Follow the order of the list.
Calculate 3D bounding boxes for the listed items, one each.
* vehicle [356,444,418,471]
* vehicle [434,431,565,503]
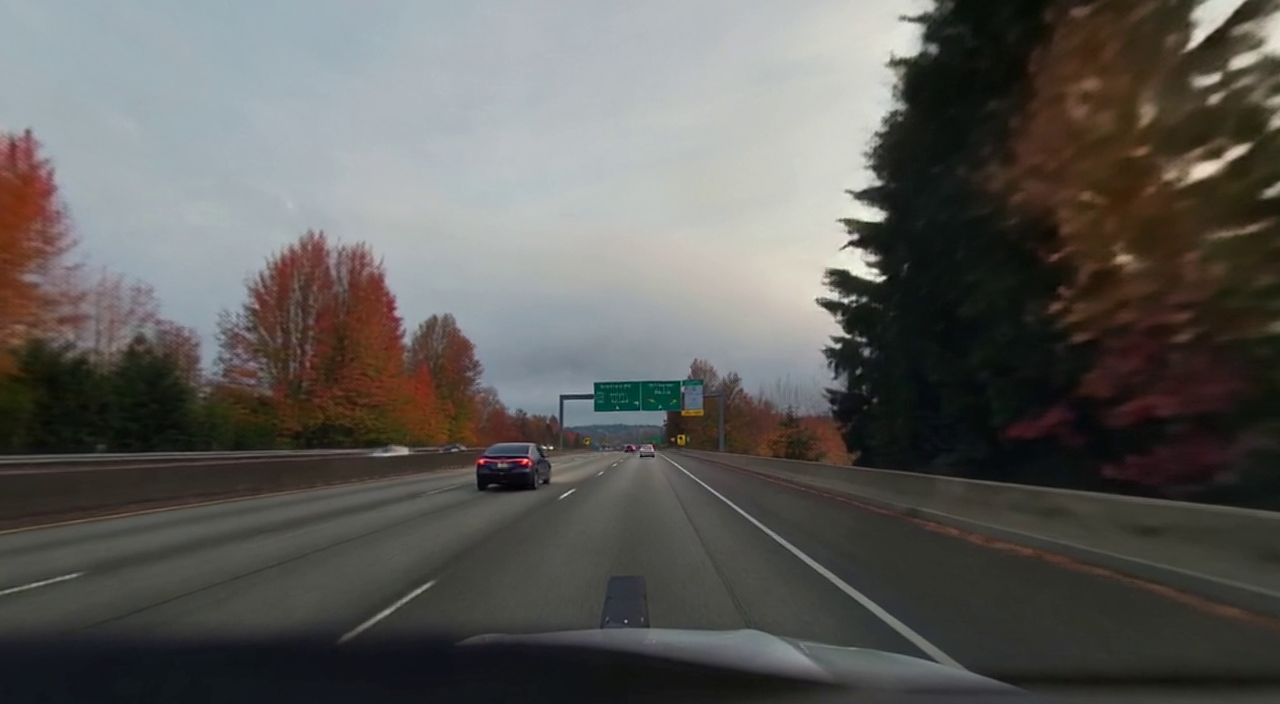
[{"bbox_3d":[-15.626,6.525,39.096,1.917,1.537,4.491,0,-8,0],"label":"vehicle"},{"bbox_3d":[-3.391,2.876,16.286,2.061,1.572,4.814,0,-8,3],"label":"vehicle"}]
